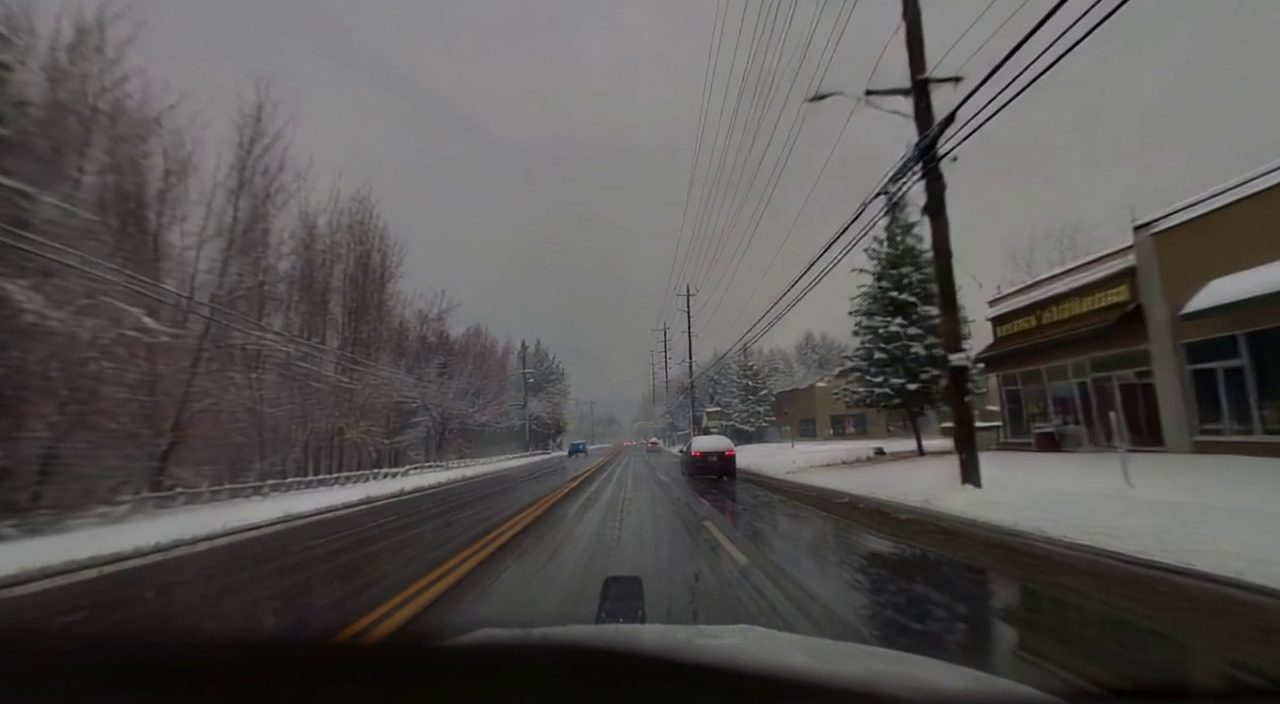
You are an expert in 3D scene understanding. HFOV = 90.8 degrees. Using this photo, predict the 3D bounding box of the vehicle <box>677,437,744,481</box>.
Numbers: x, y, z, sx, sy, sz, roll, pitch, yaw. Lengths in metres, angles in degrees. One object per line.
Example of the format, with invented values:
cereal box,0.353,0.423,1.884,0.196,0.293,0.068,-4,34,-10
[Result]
vehicle,2.514,3.926,23.403,1.975,1.497,3.647,0,-8,-1
